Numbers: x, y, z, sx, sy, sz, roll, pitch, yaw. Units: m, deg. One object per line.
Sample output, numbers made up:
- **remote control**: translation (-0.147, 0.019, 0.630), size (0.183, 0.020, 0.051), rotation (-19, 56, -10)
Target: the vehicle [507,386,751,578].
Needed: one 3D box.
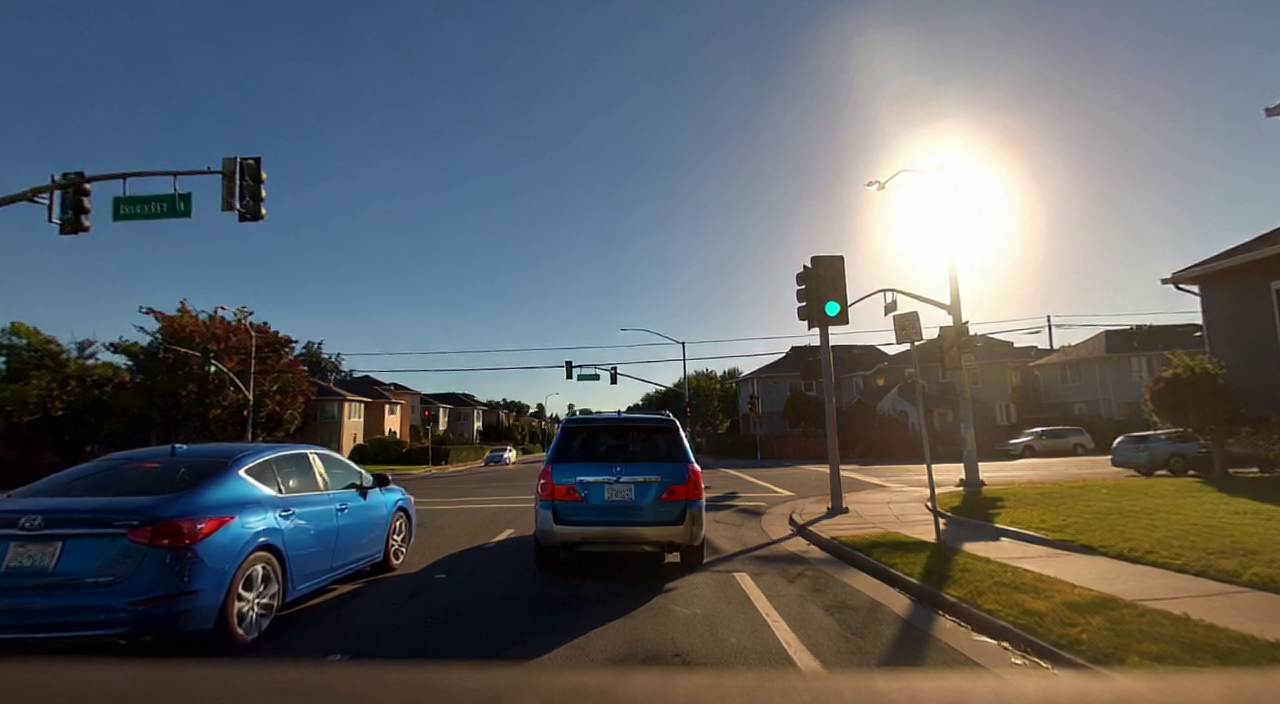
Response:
- **vehicle**: translation (-0.172, 1.616, 8.617), size (2.396, 1.881, 4.606), rotation (0, -8, -2)

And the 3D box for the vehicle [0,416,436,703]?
- **vehicle**: translation (-3.323, 1.349, 5.051), size (1.934, 1.459, 4.368), rotation (0, -8, 0)

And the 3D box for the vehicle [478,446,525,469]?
- **vehicle**: translation (-9.429, 7.190, 43.352), size (2.028, 1.474, 4.637), rotation (-1, -8, 2)

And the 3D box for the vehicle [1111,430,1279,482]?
- **vehicle**: translation (17.226, 3.067, 18.775), size (4.715, 1.439, 1.874), rotation (-2, -9, 14)

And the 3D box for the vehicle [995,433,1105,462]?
- **vehicle**: translation (21.348, 5.001, 33.109), size (4.353, 1.431, 1.876), rotation (-2, -9, 14)
